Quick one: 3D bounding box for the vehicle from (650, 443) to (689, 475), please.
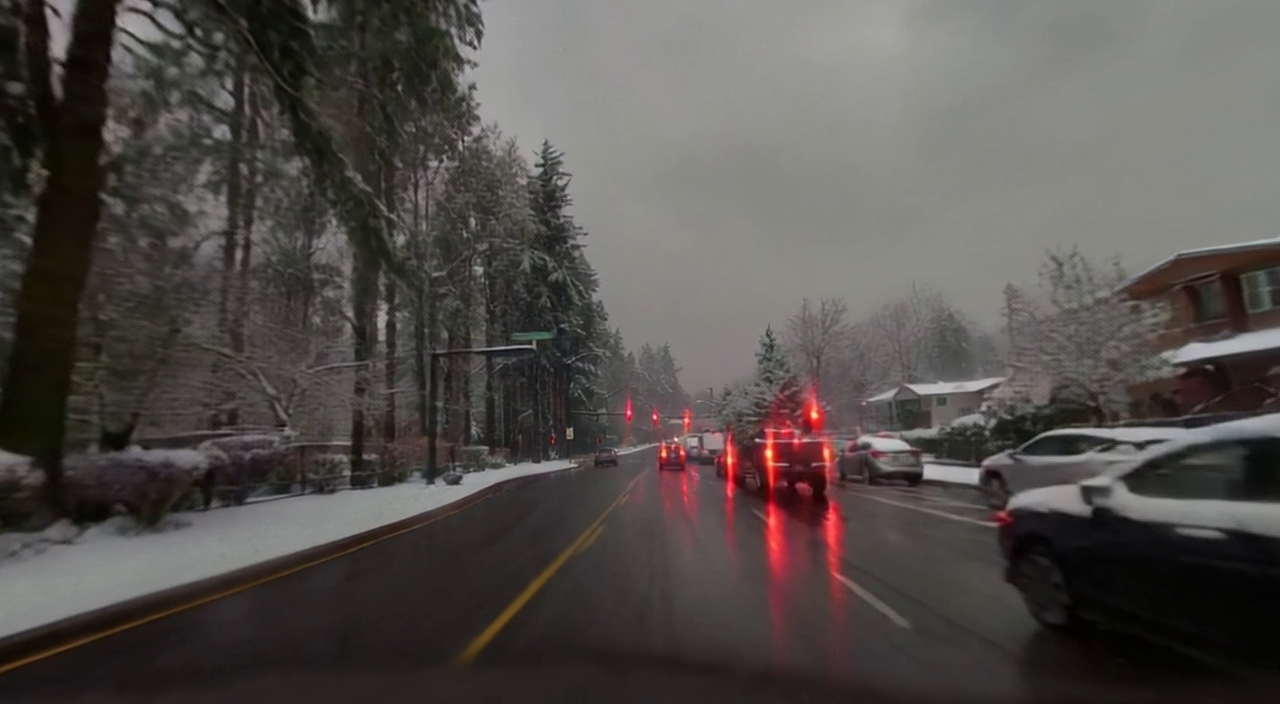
[{"bbox_3d":[1.647,6.022,35.690,2.052,1.693,4.554,0,-9,2],"label":"vehicle"}]

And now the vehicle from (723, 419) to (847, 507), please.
[{"bbox_3d":[3.910,3.169,18.394,2.268,2.090,6.113,0,-9,1],"label":"vehicle"}]

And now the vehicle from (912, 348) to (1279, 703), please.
[{"bbox_3d":[3.468,0.989,3.322,2.041,1.688,4.717,0,-9,1],"label":"vehicle"}]

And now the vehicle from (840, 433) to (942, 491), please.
[{"bbox_3d":[8.891,3.938,22.862,1.992,1.840,4.646,0,-9,3],"label":"vehicle"}]
